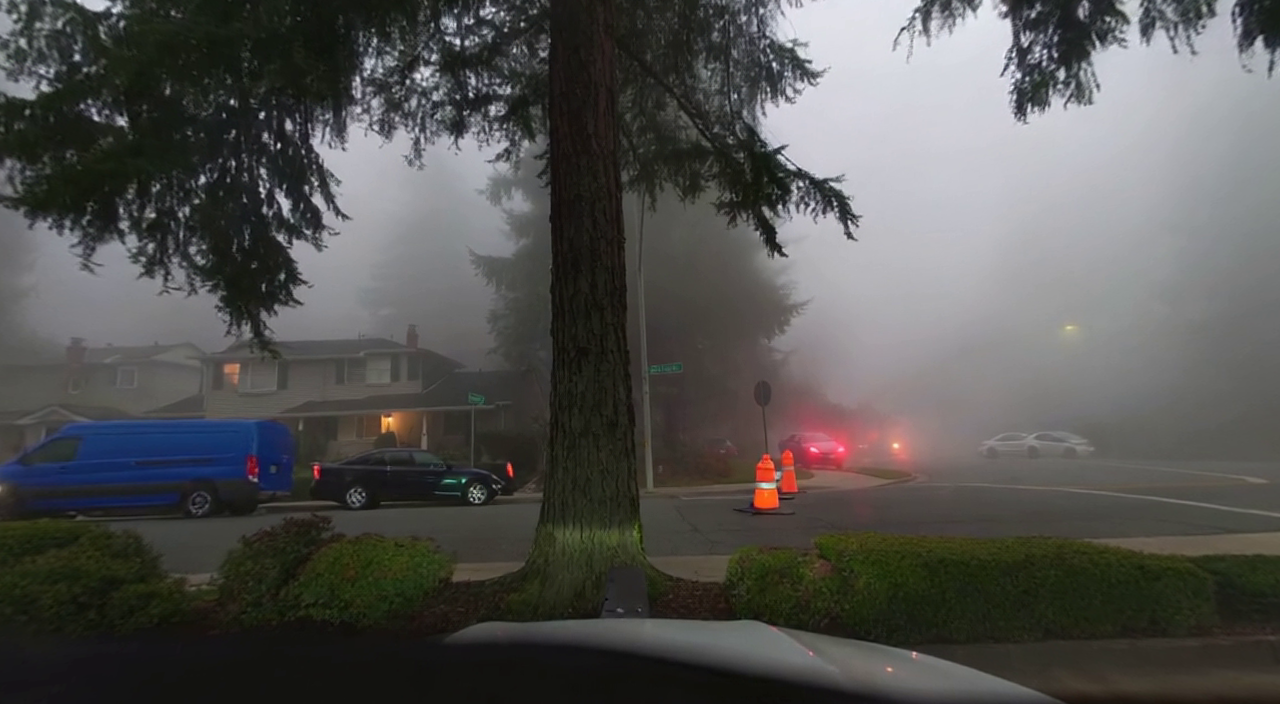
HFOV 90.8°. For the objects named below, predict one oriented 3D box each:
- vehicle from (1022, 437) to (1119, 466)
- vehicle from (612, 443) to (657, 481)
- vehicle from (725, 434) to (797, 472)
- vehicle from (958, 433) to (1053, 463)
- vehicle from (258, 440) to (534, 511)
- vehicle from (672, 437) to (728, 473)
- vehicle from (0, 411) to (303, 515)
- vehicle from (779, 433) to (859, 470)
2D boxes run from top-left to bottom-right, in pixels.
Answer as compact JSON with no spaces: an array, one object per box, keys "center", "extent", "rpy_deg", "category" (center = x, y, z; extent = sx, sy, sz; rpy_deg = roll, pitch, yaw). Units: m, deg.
[{"center":[22.775,5.277,33.541],"extent":[3.863,1.453,1.826],"rpy_deg":[1,-9,-5],"category":"vehicle"},{"center":[-0.298,4.816,27.929],"extent":[1.648,1.430,3.654],"rpy_deg":[4,-9,-4],"category":"vehicle"},{"center":[5.355,4.520,28.508],"extent":[2.007,1.555,4.204],"rpy_deg":[1,-9,-7],"category":"vehicle"},{"center":[23.983,6.306,41.518],"extent":[4.984,1.912,2.132],"rpy_deg":[1,-8,-6],"category":"vehicle"},{"center":[-6.502,3.420,17.884],"extent":[6.643,1.777,2.925],"rpy_deg":[1,-9,-5],"category":"vehicle"},{"center":[2.604,4.593,28.344],"extent":[1.745,1.461,4.074],"rpy_deg":[1,-9,-5],"category":"vehicle"},{"center":[-14.072,3.093,17.450],"extent":[7.824,2.323,2.863],"rpy_deg":[-3,-10,-3],"category":"vehicle"},{"center":[8.067,4.551,28.934],"extent":[1.893,1.529,4.422],"rpy_deg":[1,-9,-7],"category":"vehicle"}]
